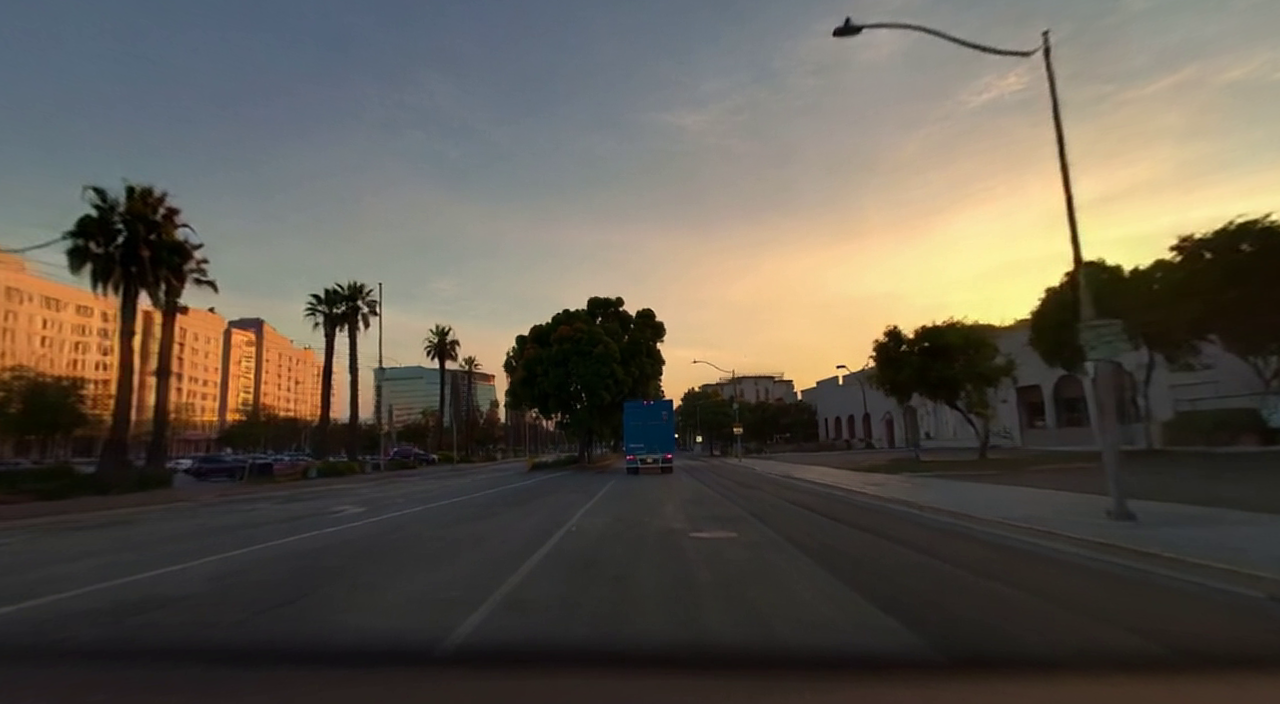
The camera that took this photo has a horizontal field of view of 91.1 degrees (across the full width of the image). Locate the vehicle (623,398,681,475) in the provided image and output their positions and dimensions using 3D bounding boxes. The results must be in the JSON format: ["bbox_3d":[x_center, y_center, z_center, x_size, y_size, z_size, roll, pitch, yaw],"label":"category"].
[{"bbox_3d":[0.483,5.259,38.472,2.992,3.949,11.815,0,-9,-1],"label":"vehicle"}]
